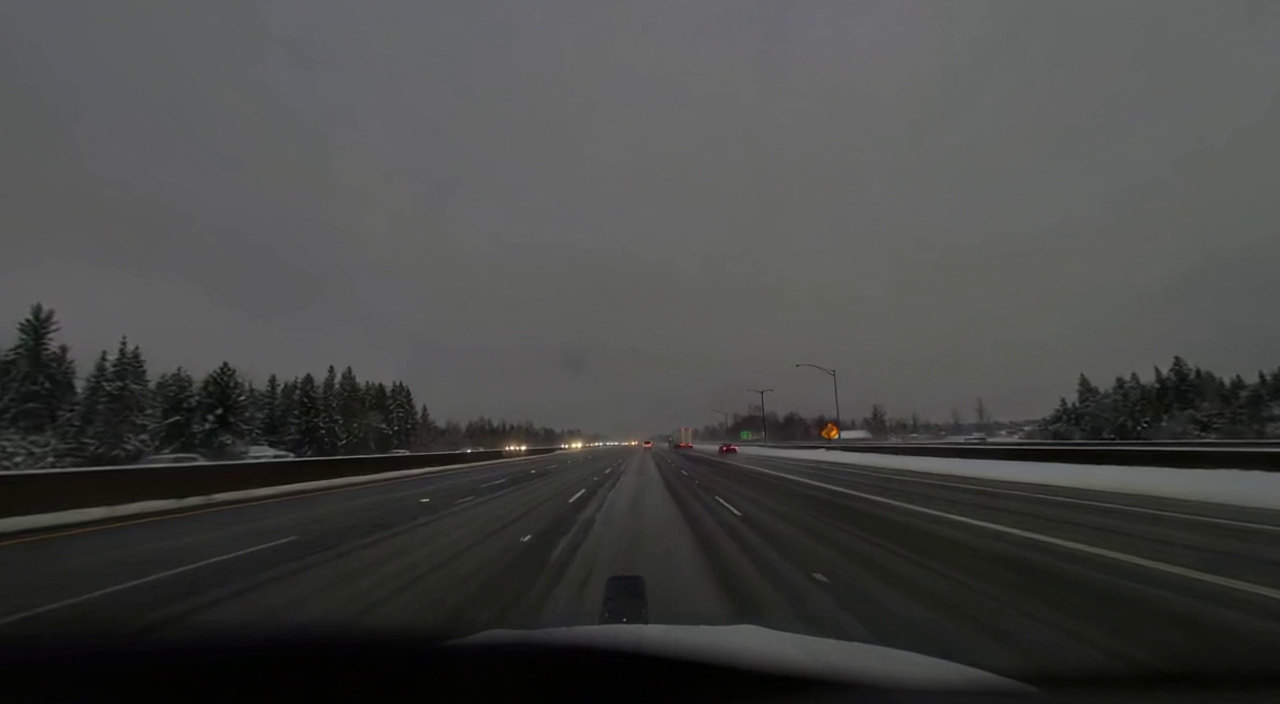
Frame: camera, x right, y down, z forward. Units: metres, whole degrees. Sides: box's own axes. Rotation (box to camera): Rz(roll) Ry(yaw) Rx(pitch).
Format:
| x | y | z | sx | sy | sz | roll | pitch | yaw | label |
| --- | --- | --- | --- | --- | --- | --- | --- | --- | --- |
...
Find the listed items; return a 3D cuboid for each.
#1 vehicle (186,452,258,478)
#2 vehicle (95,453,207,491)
| x | y | z | sx | sy | sz | roll | pitch | yaw | label |
| --- | --- | --- | --- | --- | --- | --- | --- | --- | --- |
| -30.933 | 8.323 | 46.837 | 2.165 | 1.749 | 4.673 | 0 | -8 | 0 | vehicle |
| -23.498 | 5.732 | 30.531 | 1.928 | 1.618 | 4.351 | 0 | -8 | 0 | vehicle |
